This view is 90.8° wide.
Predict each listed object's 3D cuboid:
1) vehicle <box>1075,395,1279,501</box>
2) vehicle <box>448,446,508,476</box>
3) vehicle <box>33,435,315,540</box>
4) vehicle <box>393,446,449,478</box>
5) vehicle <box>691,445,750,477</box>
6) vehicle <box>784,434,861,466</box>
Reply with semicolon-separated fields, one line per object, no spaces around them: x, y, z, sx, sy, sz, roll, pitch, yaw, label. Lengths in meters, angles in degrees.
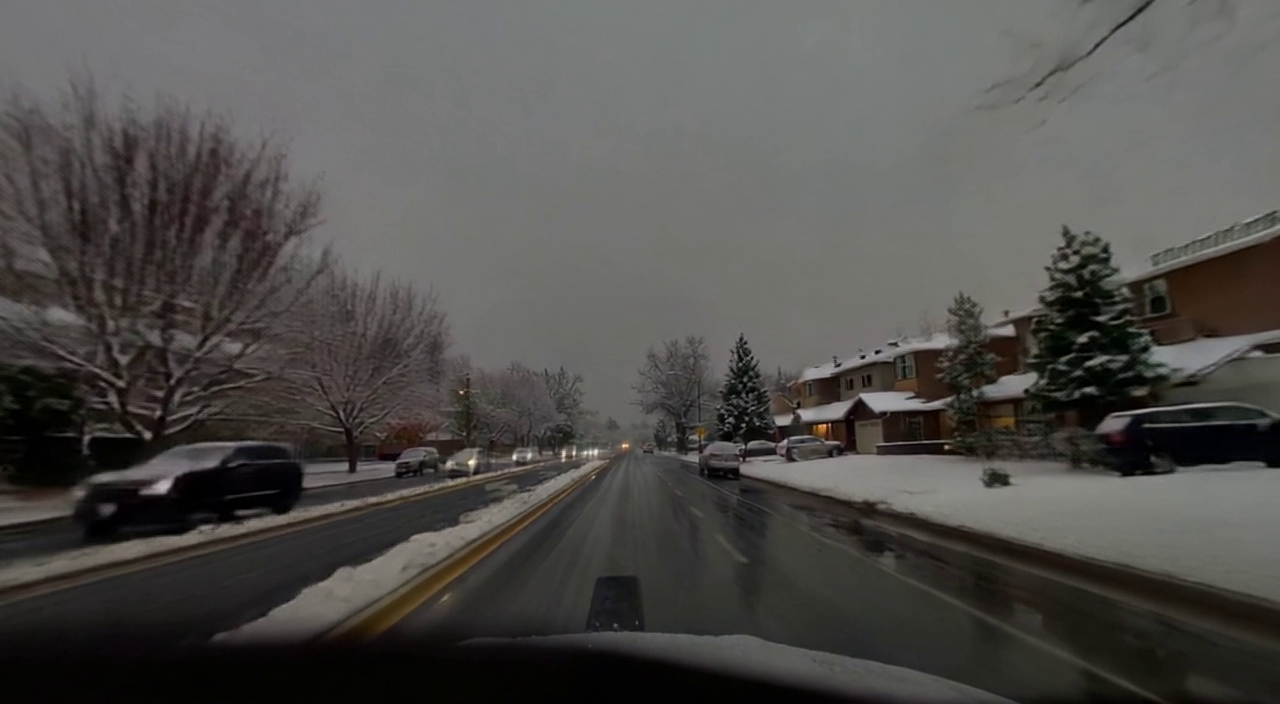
11.986;1.866;12.892;4.625;1.711;1.910;-6;-8;1;vehicle
-8.670;5.863;34.250;1.986;1.442;4.602;0;-8;1;vehicle
-8.581;2.487;12.330;2.030;1.632;4.520;0;-8;0;vehicle
-13.379;6.688;38.853;1.978;1.706;4.310;-3;-8;-1;vehicle
3.848;5.317;31.100;1.946;1.431;4.695;1;-8;-5;vehicle
10.946;5.900;38.077;3.999;1.599;1.819;-4;-8;0;vehicle
